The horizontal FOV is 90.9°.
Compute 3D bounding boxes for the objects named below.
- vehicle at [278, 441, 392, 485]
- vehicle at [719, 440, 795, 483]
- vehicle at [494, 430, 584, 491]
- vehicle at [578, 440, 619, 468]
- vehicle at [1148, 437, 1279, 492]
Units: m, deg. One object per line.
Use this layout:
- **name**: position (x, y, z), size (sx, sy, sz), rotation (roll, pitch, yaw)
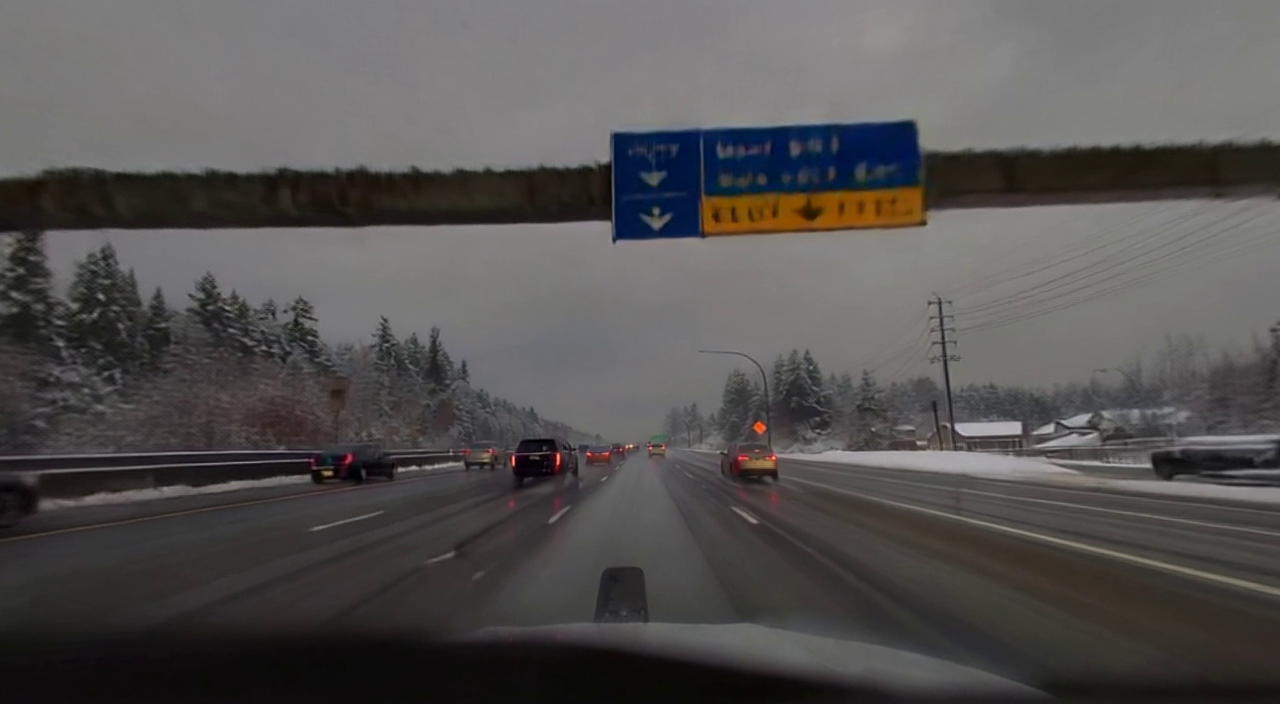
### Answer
- **vehicle**: position (-11.128, 4.054, 23.439), size (1.877, 1.458, 4.543), rotation (0, -8, 1)
- **vehicle**: position (4.399, 4.188, 24.444), size (2.022, 1.472, 4.678), rotation (0, -8, 0)
- **vehicle**: position (-3.153, 3.513, 20.760), size (2.133, 1.775, 4.530), rotation (0, -8, 1)
- **vehicle**: position (-2.567, 6.393, 39.752), size (2.133, 1.668, 4.505), rotation (0, -8, 2)
- **vehicle**: position (26.103, 4.857, 27.534), size (5.833, 2.255, 2.187), rotation (0, -8, 0)
